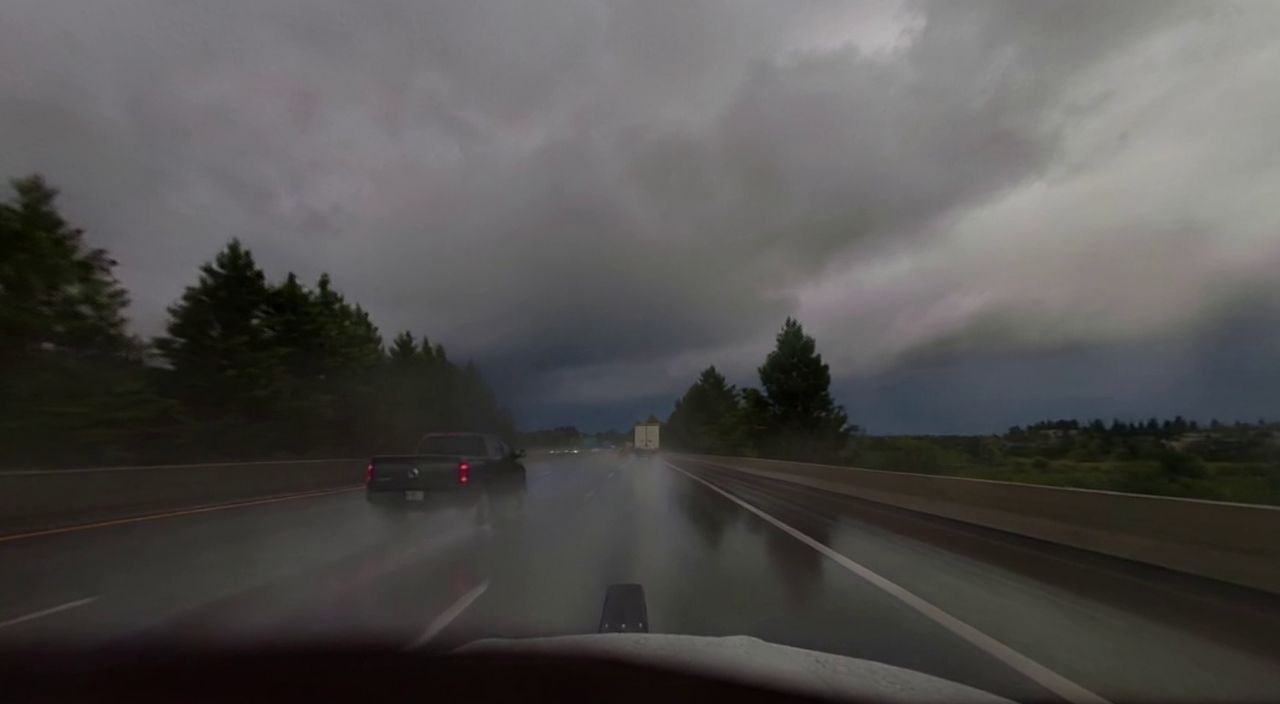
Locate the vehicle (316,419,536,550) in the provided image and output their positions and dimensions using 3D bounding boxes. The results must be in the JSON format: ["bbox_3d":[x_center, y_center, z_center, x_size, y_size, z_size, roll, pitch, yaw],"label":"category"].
[{"bbox_3d":[-3.180,2.088,10.590,2.017,1.680,4.636,0,-9,0],"label":"vehicle"}]
